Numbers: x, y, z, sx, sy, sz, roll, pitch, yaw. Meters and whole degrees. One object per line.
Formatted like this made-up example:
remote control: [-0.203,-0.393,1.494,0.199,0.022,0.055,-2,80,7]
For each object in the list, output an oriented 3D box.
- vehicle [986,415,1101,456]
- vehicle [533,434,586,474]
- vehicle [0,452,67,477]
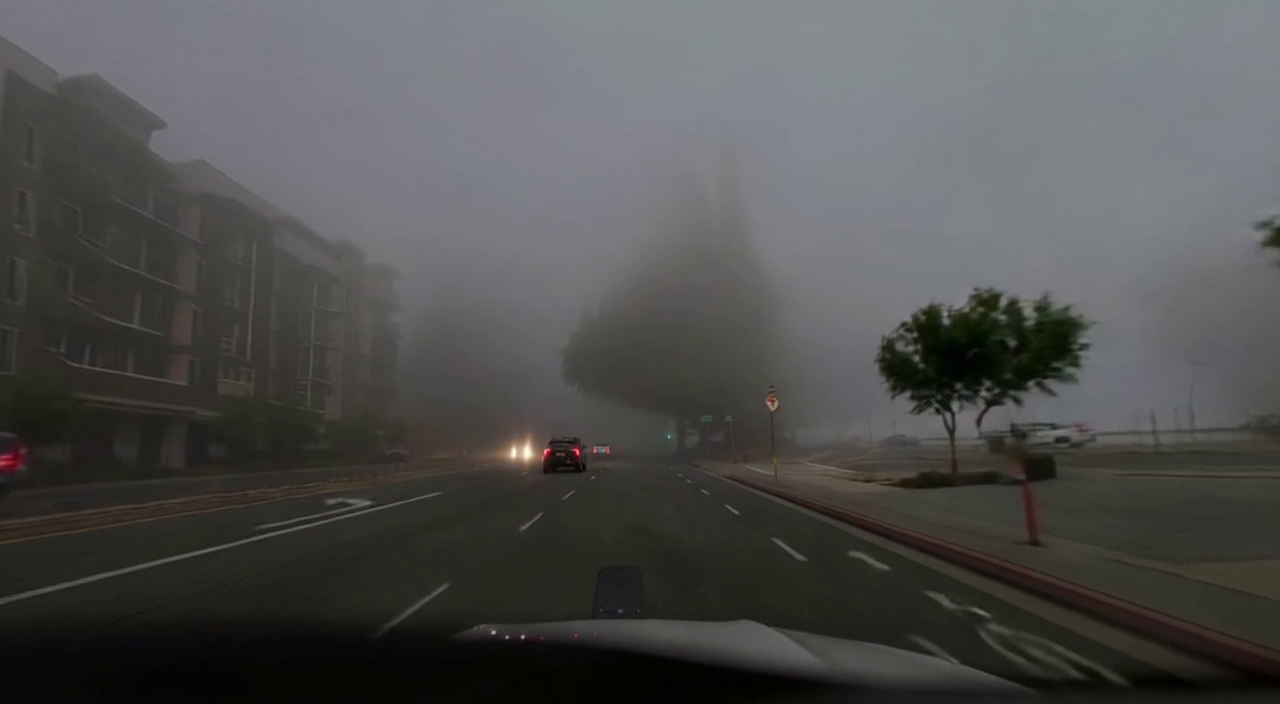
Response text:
vehicle: [17.671,3.721,28.010,1.995,1.554,4.943,-3,-8,3]
vehicle: [-3.761,4.859,30.203,1.959,1.741,4.141,0,-8,1]
vehicle: [-48.735,8.861,49.987,4.659,1.880,2.097,0,-9,0]
